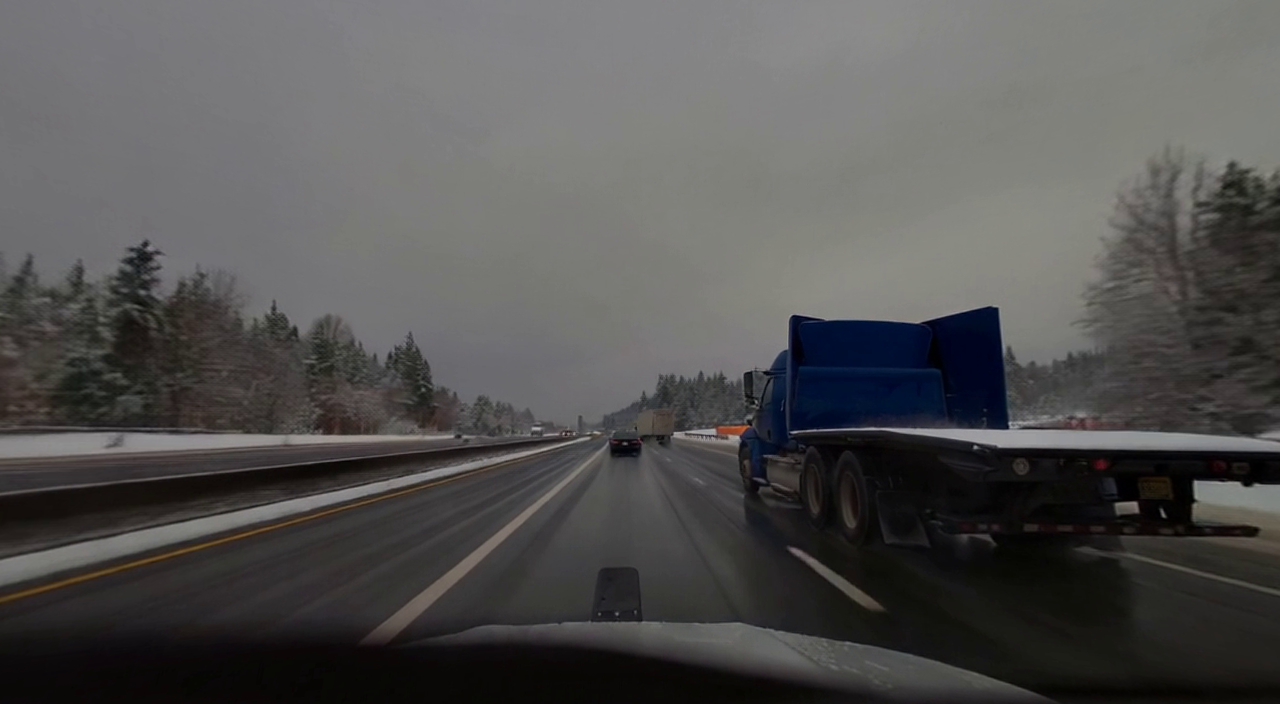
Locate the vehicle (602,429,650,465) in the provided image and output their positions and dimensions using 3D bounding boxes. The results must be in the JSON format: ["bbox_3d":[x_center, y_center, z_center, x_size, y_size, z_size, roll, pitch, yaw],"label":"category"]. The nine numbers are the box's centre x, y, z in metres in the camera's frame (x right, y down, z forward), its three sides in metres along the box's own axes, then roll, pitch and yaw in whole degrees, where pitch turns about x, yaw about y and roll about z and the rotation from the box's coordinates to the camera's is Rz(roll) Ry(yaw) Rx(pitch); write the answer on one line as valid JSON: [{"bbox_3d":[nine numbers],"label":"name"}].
[{"bbox_3d":[-0.596,4.112,27.474,1.929,1.469,3.677,0,-8,-1],"label":"vehicle"}]

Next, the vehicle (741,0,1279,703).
[{"bbox_3d":[3.557,0.290,6.522,2.919,3.634,10.888,0,-8,-2],"label":"vehicle"}]
